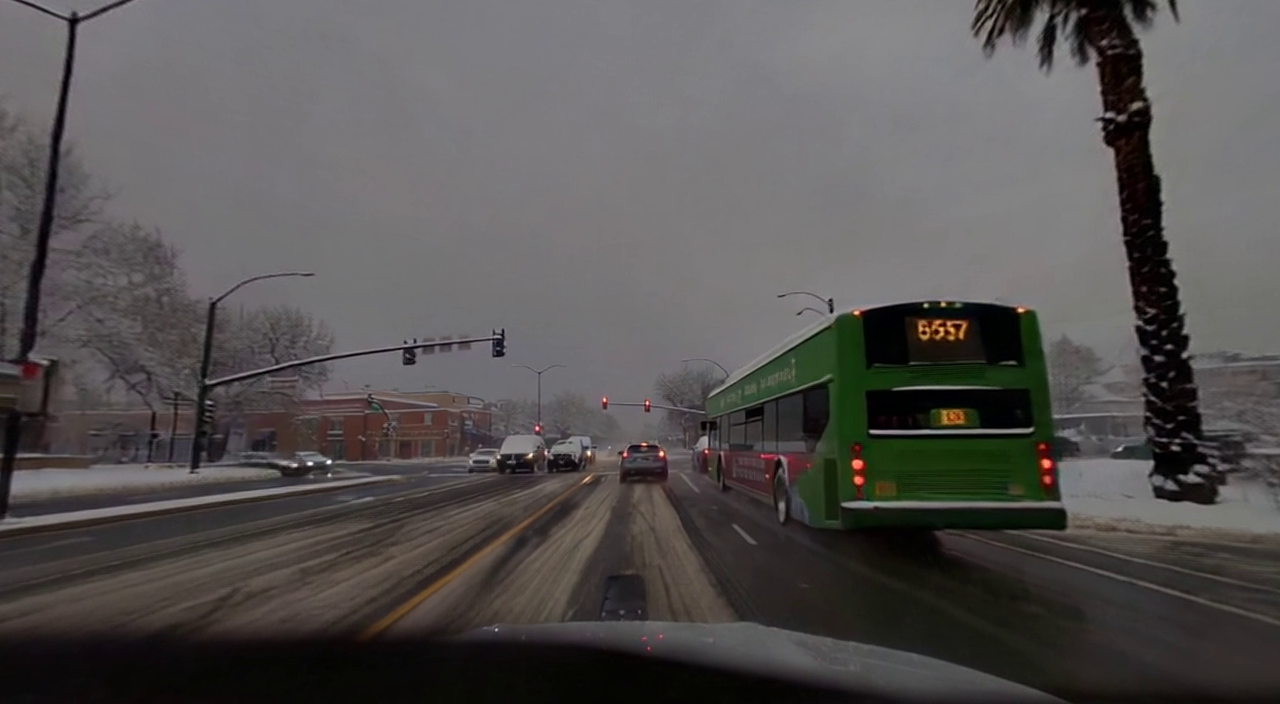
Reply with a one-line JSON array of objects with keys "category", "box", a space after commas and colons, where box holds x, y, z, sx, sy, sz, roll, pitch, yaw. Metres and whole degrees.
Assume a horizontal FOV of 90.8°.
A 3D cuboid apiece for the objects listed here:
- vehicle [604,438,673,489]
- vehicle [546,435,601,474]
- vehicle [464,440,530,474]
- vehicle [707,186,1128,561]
[{"category": "vehicle", "box": [-0.016, 3.605, 20.761, 2.060, 1.499, 3.831, 0, -9, 1]}, {"category": "vehicle", "box": [-3.140, 4.962, 30.666, 2.020, 1.721, 4.366, 0, -9, 2]}, {"category": "vehicle", "box": [-6.791, 5.055, 30.569, 1.927, 1.480, 4.832, 0, -9, 2]}, {"category": "vehicle", "box": [3.567, 1.159, 13.471, 2.970, 4.015, 13.606, 0, -9, 1]}]
